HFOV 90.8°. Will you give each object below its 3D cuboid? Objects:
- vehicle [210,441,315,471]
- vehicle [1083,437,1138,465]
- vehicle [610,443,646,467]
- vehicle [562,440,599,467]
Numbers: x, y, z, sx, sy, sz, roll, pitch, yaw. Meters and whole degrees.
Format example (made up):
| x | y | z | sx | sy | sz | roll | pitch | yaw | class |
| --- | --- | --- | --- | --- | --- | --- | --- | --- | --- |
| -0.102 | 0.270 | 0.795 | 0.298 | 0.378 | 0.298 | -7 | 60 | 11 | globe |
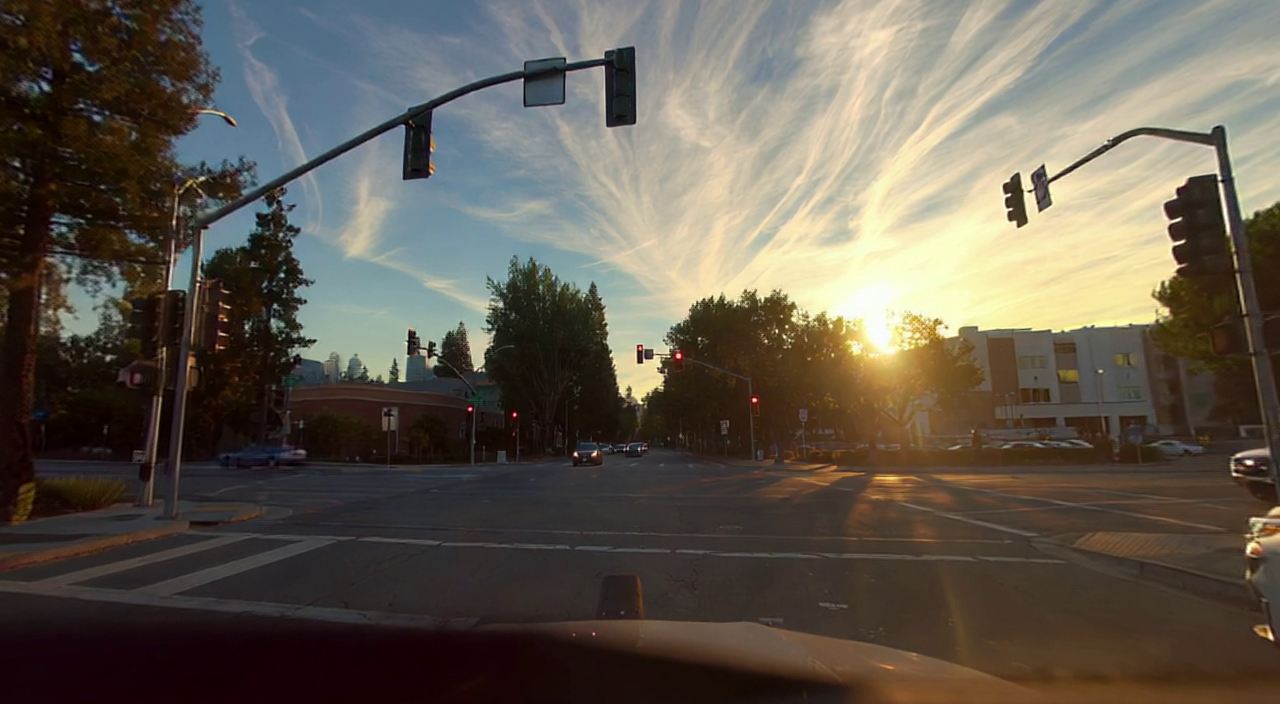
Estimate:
| x | y | z | sx | sy | sz | roll | pitch | yaw | class |
| --- | --- | --- | --- | --- | --- | --- | --- | --- | --- |
| -19.826 | 5.479 | 33.247 | 4.588 | 1.484 | 2.000 | -3 | -9 | 14 | vehicle |
| 26.961 | 5.655 | 36.145 | 2.092 | 1.474 | 4.046 | -8 | -11 | 41 | vehicle |
| -0.873 | 6.851 | 42.135 | 2.056 | 1.492 | 3.937 | 1 | -9 | -6 | vehicle |
| -4.116 | 7.103 | 44.267 | 2.251 | 1.756 | 4.610 | 0 | -9 | -2 | vehicle |
